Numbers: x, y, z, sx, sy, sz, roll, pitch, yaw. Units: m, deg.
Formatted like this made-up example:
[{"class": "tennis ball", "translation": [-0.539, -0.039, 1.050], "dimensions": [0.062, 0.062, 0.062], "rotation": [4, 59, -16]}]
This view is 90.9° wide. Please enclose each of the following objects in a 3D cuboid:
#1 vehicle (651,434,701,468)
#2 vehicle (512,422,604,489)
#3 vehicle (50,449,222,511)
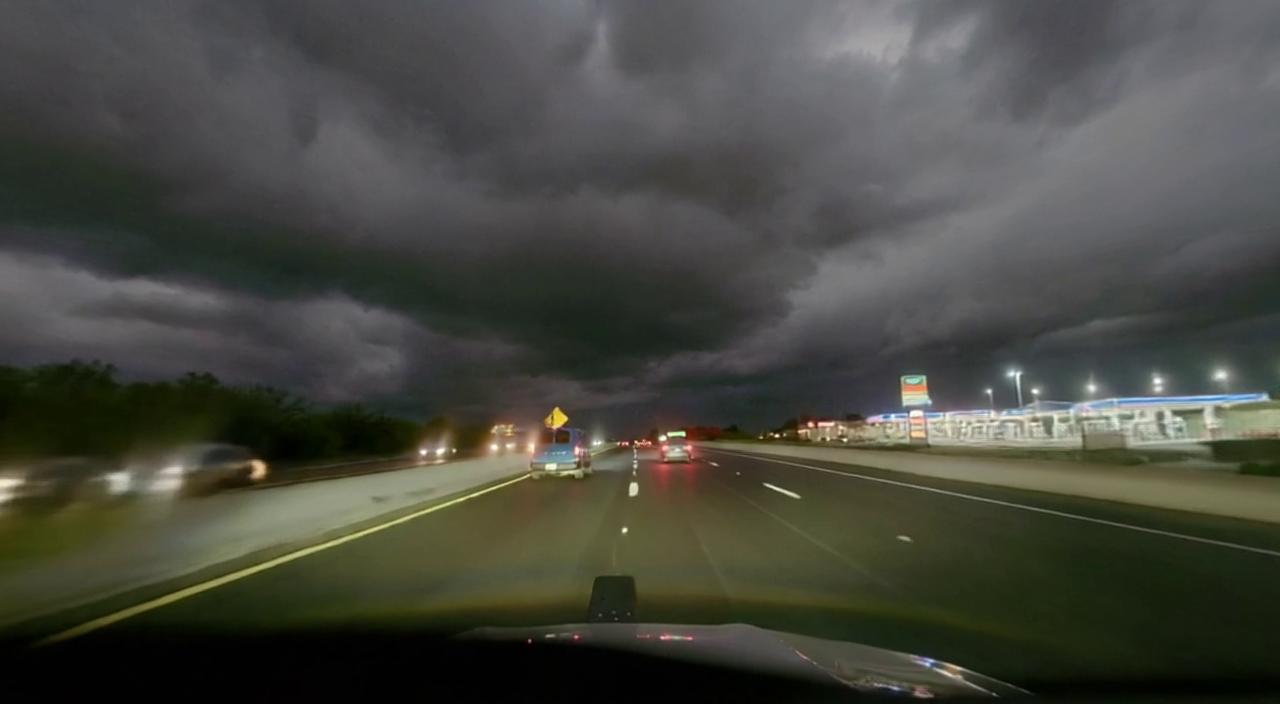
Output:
[{"class": "vehicle", "translation": [1.683, 4.852, 31.159], "dimensions": [2.151, 1.550, 4.694], "rotation": [0, -8, -1]}, {"class": "vehicle", "translation": [-2.269, 2.983, 18.680], "dimensions": [2.061, 1.732, 4.457], "rotation": [0, -8, 1]}, {"class": "vehicle", "translation": [-13.880, 3.487, 17.654], "dimensions": [1.805, 1.467, 3.531], "rotation": [0, -8, 1]}]
